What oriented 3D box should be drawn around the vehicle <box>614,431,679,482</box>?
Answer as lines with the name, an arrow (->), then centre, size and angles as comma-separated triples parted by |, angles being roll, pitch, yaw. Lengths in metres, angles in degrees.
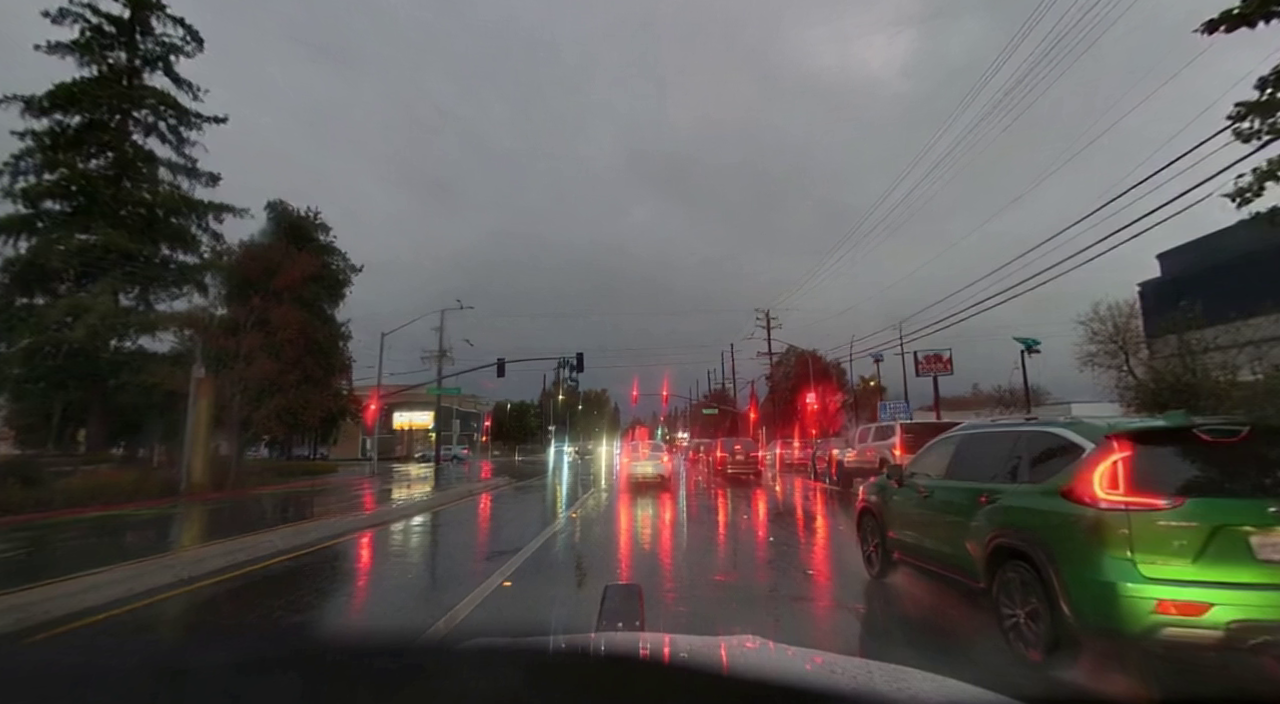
vehicle -> 0.226, 3.760, 22.964 | 2.149, 1.668, 3.962 | 0, -9, 0

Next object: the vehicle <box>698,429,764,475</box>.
vehicle -> 3.800, 4.301, 27.241 | 2.060, 1.789, 4.712 | 0, -9, -1

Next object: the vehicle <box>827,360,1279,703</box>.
vehicle -> 3.082, 1.153, 4.800 | 1.998, 1.620, 4.267 | 0, -9, 0
